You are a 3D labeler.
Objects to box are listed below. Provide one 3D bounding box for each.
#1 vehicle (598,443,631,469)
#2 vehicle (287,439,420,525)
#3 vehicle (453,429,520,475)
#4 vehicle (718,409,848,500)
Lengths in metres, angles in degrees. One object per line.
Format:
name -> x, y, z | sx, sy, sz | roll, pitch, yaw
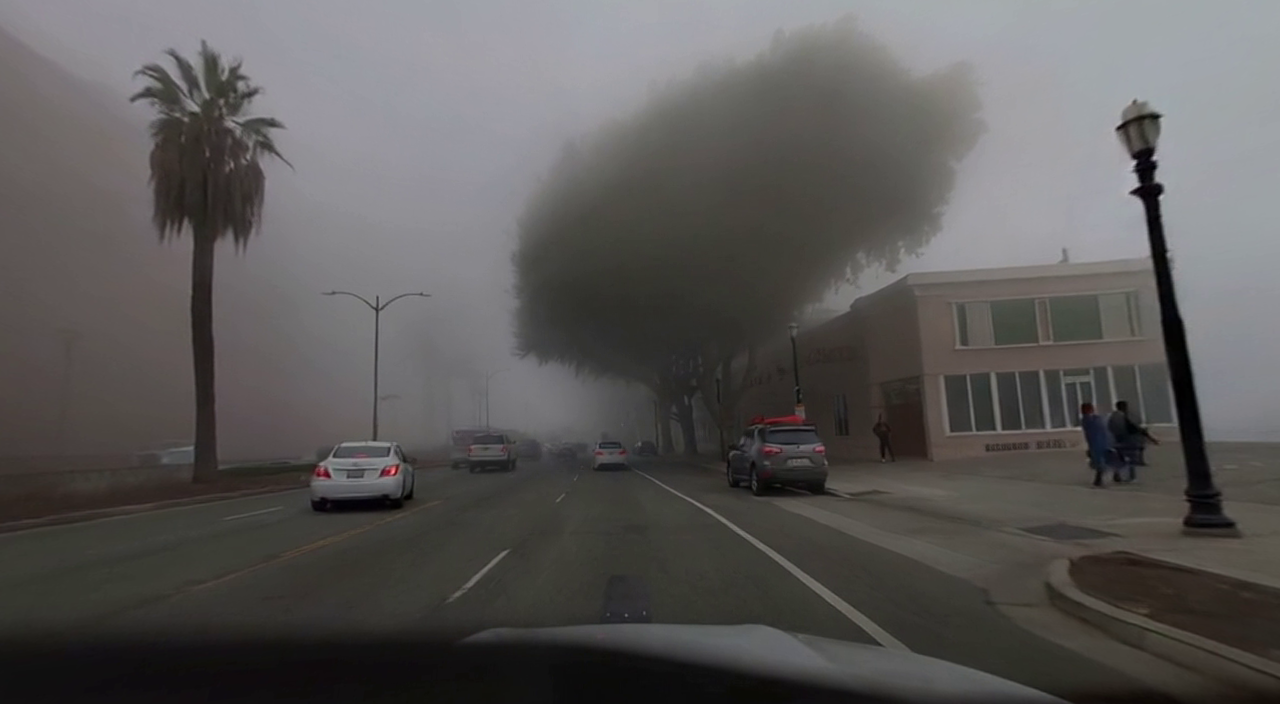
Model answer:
vehicle -> -1.662, 6.522, 39.696 | 1.972, 1.473, 4.000 | 0, -9, -4
vehicle -> -5.905, 2.659, 13.573 | 1.930, 1.477, 4.657 | 2, -9, -17
vehicle -> -7.342, 4.852, 30.762 | 2.164, 2.047, 5.455 | 0, -9, -3
vehicle -> 3.751, 2.835, 17.705 | 2.126, 2.167, 5.098 | 0, -9, -4
